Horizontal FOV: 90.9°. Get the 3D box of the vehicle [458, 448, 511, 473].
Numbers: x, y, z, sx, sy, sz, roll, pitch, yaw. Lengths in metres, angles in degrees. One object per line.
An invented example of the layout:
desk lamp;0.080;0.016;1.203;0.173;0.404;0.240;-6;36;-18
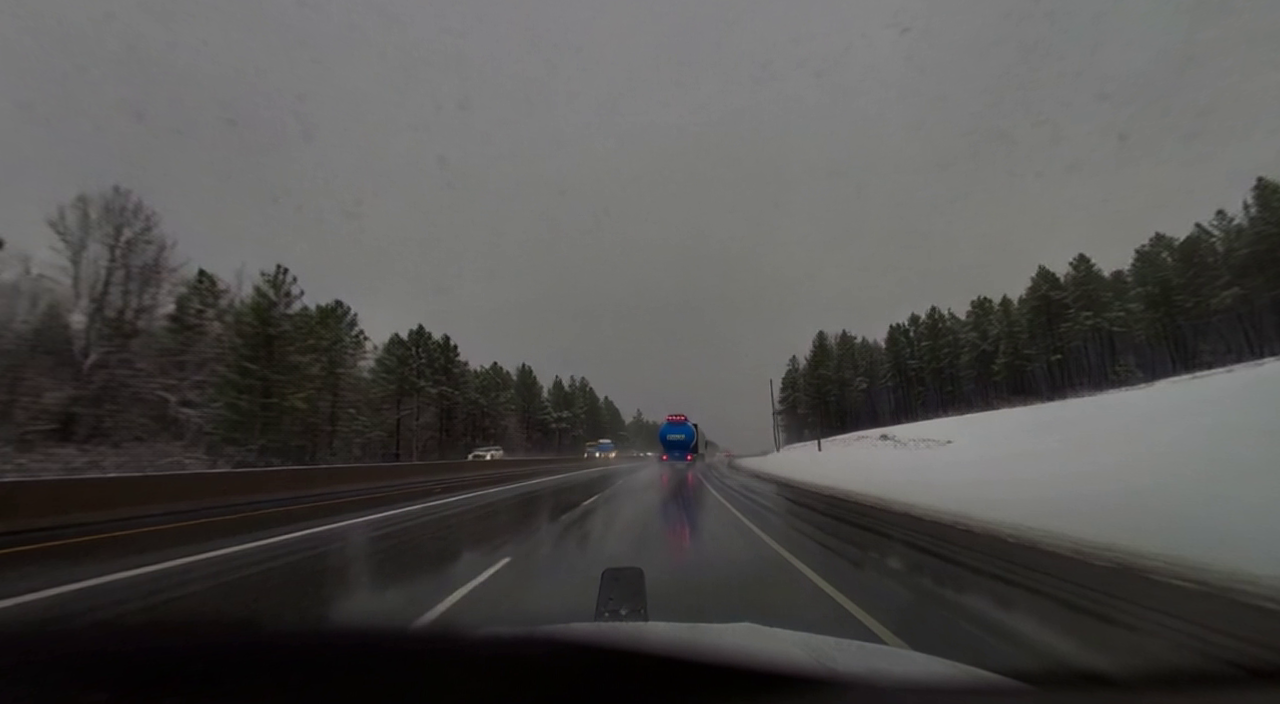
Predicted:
vehicle;-11.038;7.731;45.203;2.175;1.685;4.797;-1;-9;5
